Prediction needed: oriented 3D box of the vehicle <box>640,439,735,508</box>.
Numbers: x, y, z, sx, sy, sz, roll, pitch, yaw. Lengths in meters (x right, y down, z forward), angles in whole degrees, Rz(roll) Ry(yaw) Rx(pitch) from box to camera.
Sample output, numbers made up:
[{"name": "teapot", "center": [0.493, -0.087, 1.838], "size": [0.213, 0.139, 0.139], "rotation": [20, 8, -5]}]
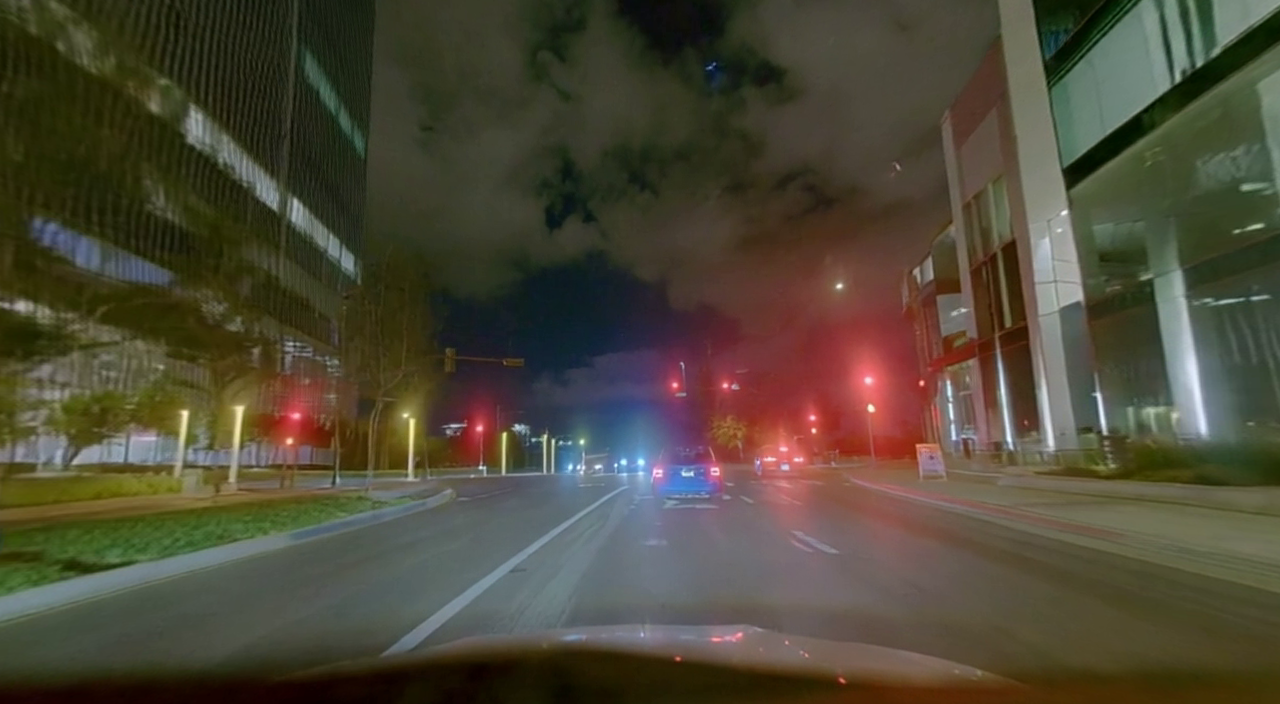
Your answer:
[{"name": "vehicle", "center": [1.176, 3.043, 16.134], "size": [2.127, 1.497, 4.020], "rotation": [-1, -9, 3]}]

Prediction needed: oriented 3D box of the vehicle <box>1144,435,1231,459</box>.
[{"name": "vehicle", "center": [39.418, 6.876, 45.434], "size": [4.274, 1.503, 1.755], "rotation": [-4, -11, 9]}]

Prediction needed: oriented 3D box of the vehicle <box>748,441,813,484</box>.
[{"name": "vehicle", "center": [5.342, 4.265, 24.479], "size": [1.916, 1.492, 3.911], "rotation": [-1, -9, 5]}]

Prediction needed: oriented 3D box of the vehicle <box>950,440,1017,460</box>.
[{"name": "vehicle", "center": [26.941, 7.713, 49.542], "size": [4.154, 1.475, 1.862], "rotation": [-2, -9, 10]}]
